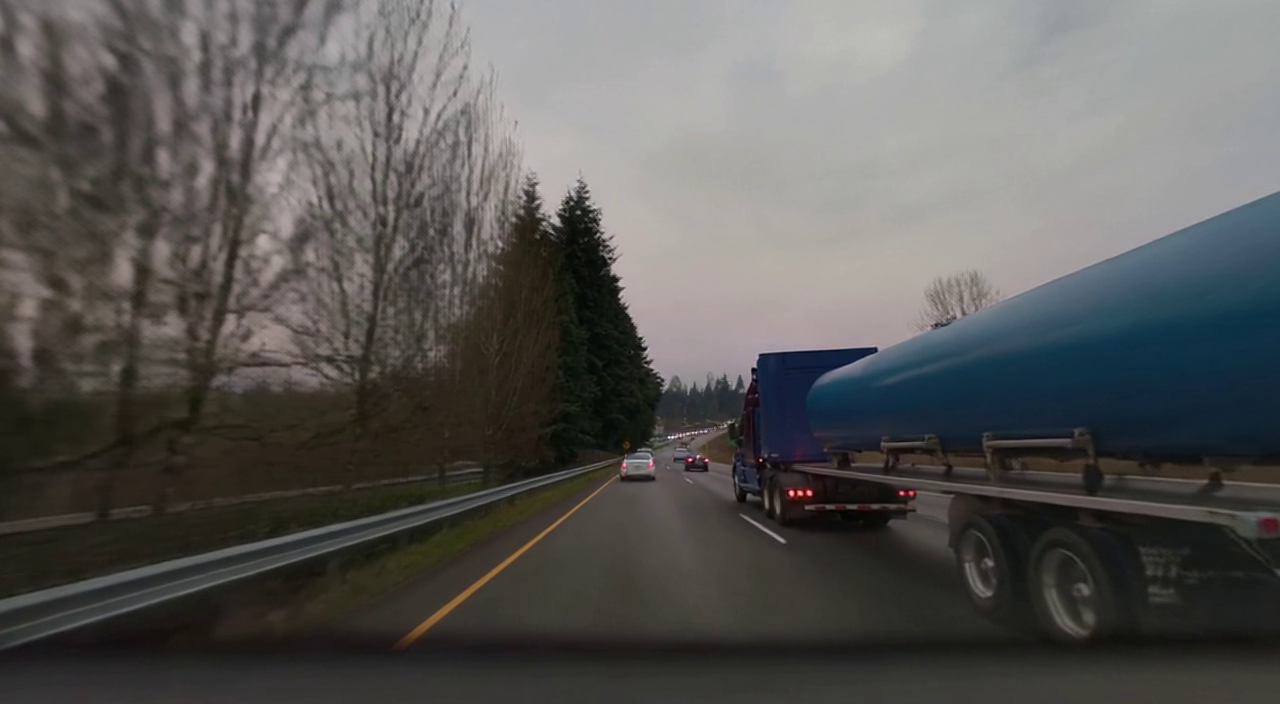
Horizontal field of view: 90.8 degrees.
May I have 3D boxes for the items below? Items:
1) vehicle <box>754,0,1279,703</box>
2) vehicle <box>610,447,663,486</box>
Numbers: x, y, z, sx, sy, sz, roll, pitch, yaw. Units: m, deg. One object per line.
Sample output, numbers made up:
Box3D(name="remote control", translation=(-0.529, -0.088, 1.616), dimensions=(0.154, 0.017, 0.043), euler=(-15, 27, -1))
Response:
Box3D(name="vehicle", translation=(3.937, 0.869, 8.225), dimensions=(2.694, 3.453, 11.641), euler=(0, -9, 0))
Box3D(name="vehicle", translation=(-0.121, 4.667, 25.964), dimensions=(2.003, 1.490, 3.636), euler=(0, -9, 0))
